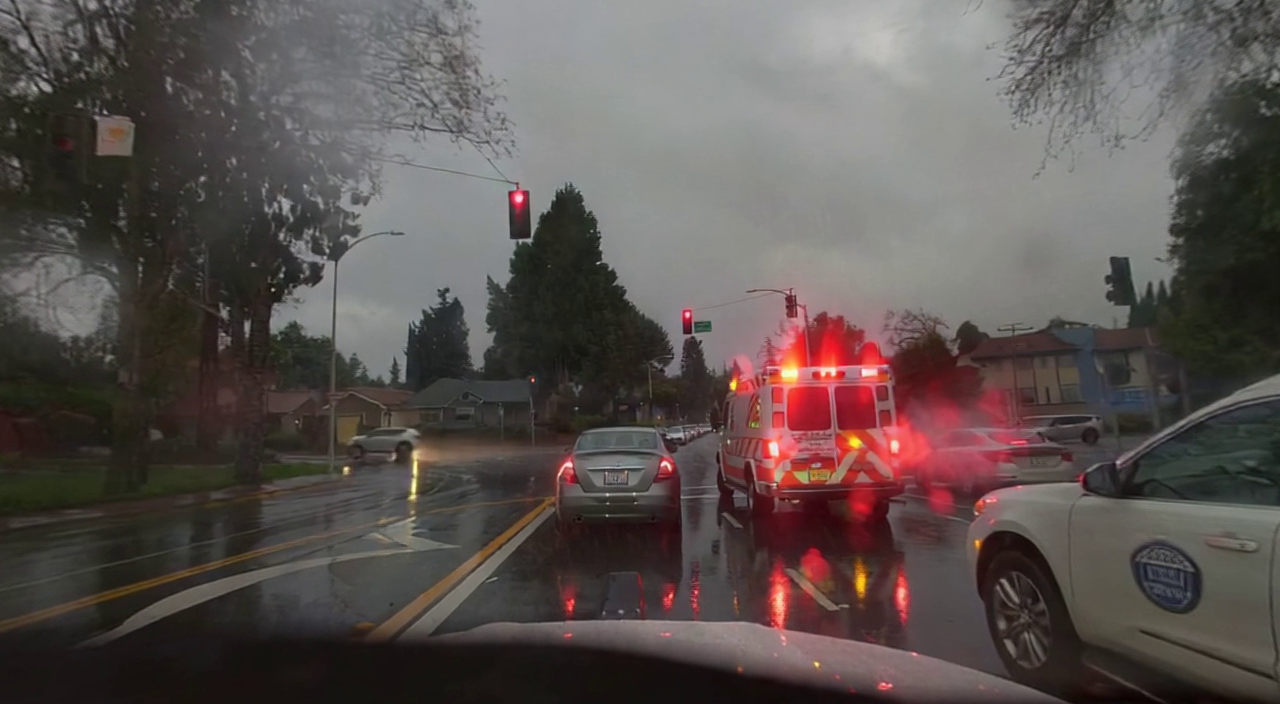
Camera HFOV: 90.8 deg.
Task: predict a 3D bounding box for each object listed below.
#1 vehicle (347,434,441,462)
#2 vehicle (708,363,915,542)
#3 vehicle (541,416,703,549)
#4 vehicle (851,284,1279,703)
[{"bbox_3d":[-13.920,5.443,35.968,4.531,1.492,1.951,8,-11,-43],"label":"vehicle"},{"bbox_3d":[2.876,1.898,12.370,2.406,2.687,5.521,0,-8,-1],"label":"vehicle"},{"bbox_3d":[-0.274,1.977,10.195,2.114,1.707,3.725,0,-8,-1],"label":"vehicle"},{"bbox_3d":[2.849,0.891,2.833,2.194,1.820,4.652,0,-8,0],"label":"vehicle"}]
